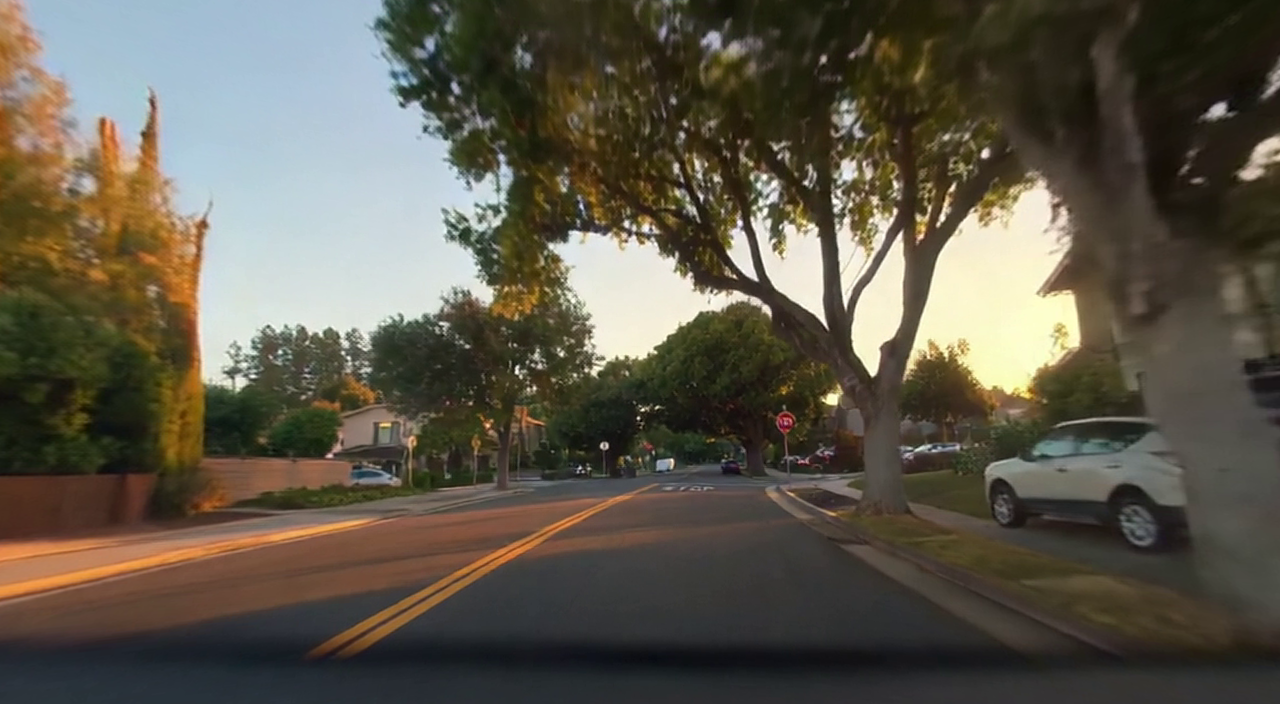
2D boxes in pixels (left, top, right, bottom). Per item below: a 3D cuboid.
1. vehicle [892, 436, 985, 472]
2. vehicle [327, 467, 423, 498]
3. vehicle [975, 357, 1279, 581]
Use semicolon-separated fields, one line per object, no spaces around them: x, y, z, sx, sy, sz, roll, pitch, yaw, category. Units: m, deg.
19.219;6.606;40.728;4.788;1.875;2.148;0;-19;-9;vehicle
-14.199;6.997;33.957;4.320;1.443;1.867;0;-8;-2;vehicle
6.489;1.315;7.670;2.163;1.885;4.804;-1;-8;0;vehicle
